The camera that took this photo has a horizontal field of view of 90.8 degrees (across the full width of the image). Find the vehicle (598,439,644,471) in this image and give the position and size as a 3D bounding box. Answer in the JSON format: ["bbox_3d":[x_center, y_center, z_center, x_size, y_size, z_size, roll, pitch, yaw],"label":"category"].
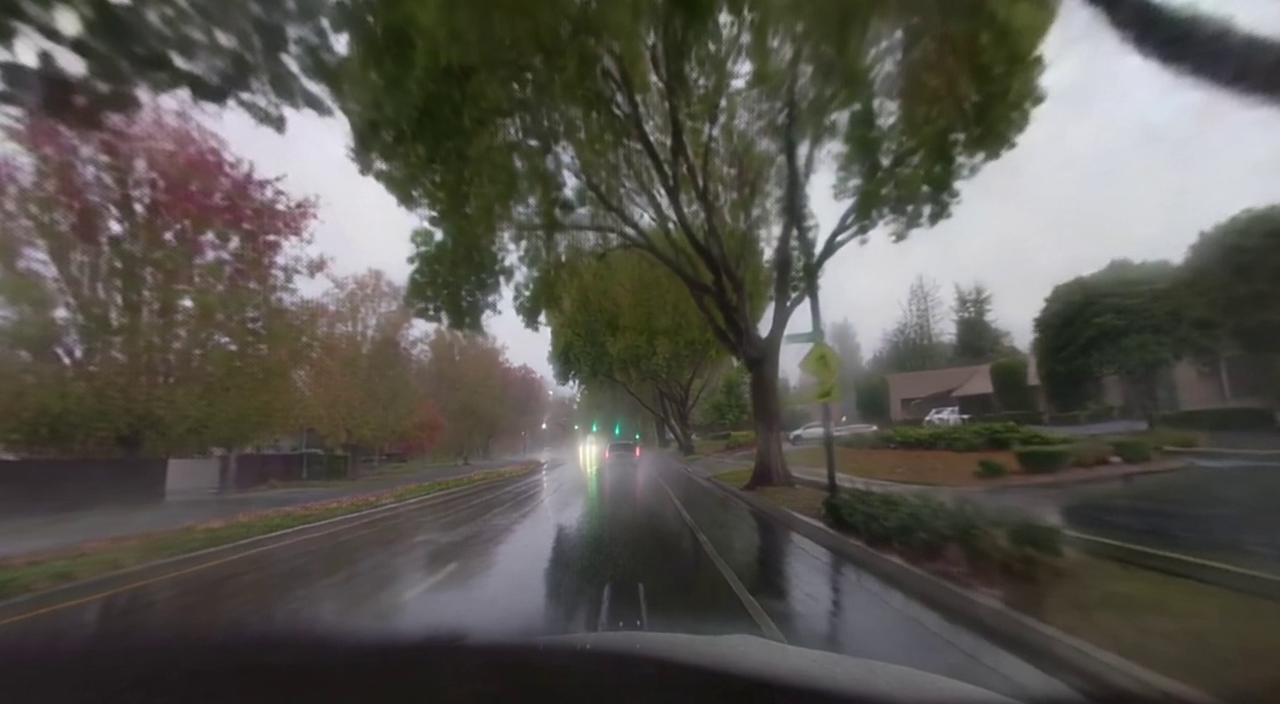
[{"bbox_3d":[-0.864,5.112,31.685,2.111,1.466,4.223,-1,-8,1],"label":"vehicle"}]
